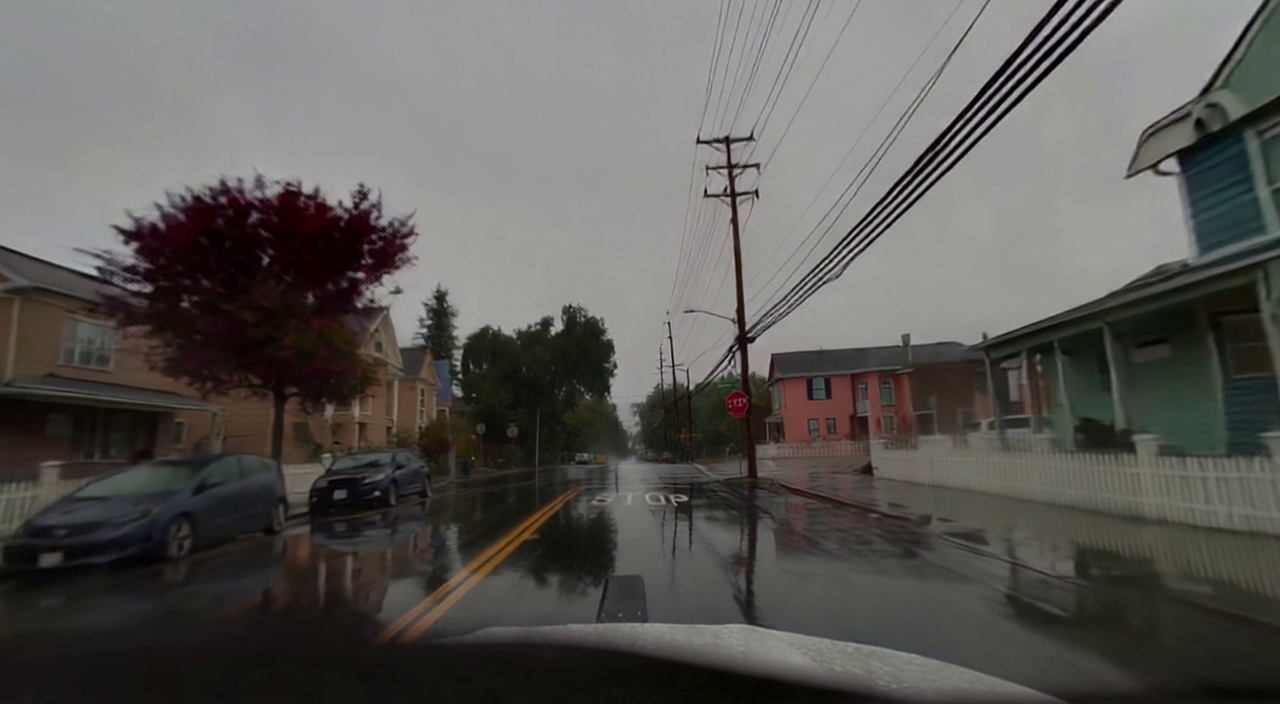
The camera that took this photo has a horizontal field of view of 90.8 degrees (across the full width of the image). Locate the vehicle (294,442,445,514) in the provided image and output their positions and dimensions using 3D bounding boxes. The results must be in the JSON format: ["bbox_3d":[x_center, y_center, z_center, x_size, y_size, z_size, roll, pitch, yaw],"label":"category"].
[{"bbox_3d":[-6.735,3.151,16.312,2.026,1.560,4.062,-1,-8,1],"label":"vehicle"}]

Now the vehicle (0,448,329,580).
[{"bbox_3d":[-6.867,2.224,9.590,2.056,1.481,4.451,0,-8,-1],"label":"vehicle"}]

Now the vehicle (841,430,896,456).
[{"bbox_3d":[15.706,6.331,43.679,2.025,1.689,4.342,0,-8,-2],"label":"vehicle"}]

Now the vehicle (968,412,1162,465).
[{"bbox_3d":[16.757,3.458,25.187,6.022,1.953,2.250,0,-8,1],"label":"vehicle"}]

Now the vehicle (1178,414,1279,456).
[{"bbox_3d":[24.510,3.349,25.349,4.031,1.624,1.896,0,-8,-1],"label":"vehicle"}]
